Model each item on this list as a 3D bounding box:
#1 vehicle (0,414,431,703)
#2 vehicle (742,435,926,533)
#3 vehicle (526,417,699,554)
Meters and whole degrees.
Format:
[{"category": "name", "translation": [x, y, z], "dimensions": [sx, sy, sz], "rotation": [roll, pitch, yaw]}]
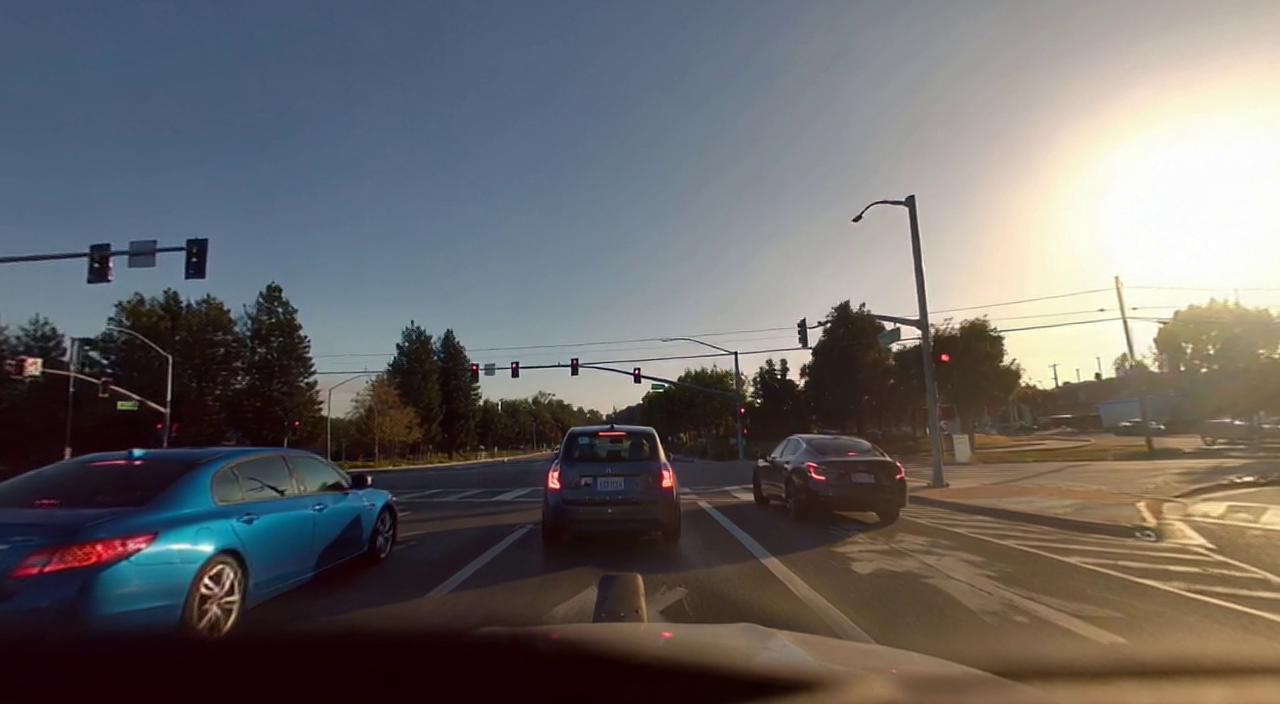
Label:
[{"category": "vehicle", "translation": [-3.582, 1.387, 5.429], "dimensions": [2.052, 1.472, 4.479], "rotation": [0, -8, 0]}, {"category": "vehicle", "translation": [3.279, 2.322, 11.767], "dimensions": [1.970, 1.449, 4.433], "rotation": [0, -8, -1]}, {"category": "vehicle", "translation": [-0.344, 1.865, 9.460], "dimensions": [2.038, 1.599, 3.844], "rotation": [0, -8, 0]}]
